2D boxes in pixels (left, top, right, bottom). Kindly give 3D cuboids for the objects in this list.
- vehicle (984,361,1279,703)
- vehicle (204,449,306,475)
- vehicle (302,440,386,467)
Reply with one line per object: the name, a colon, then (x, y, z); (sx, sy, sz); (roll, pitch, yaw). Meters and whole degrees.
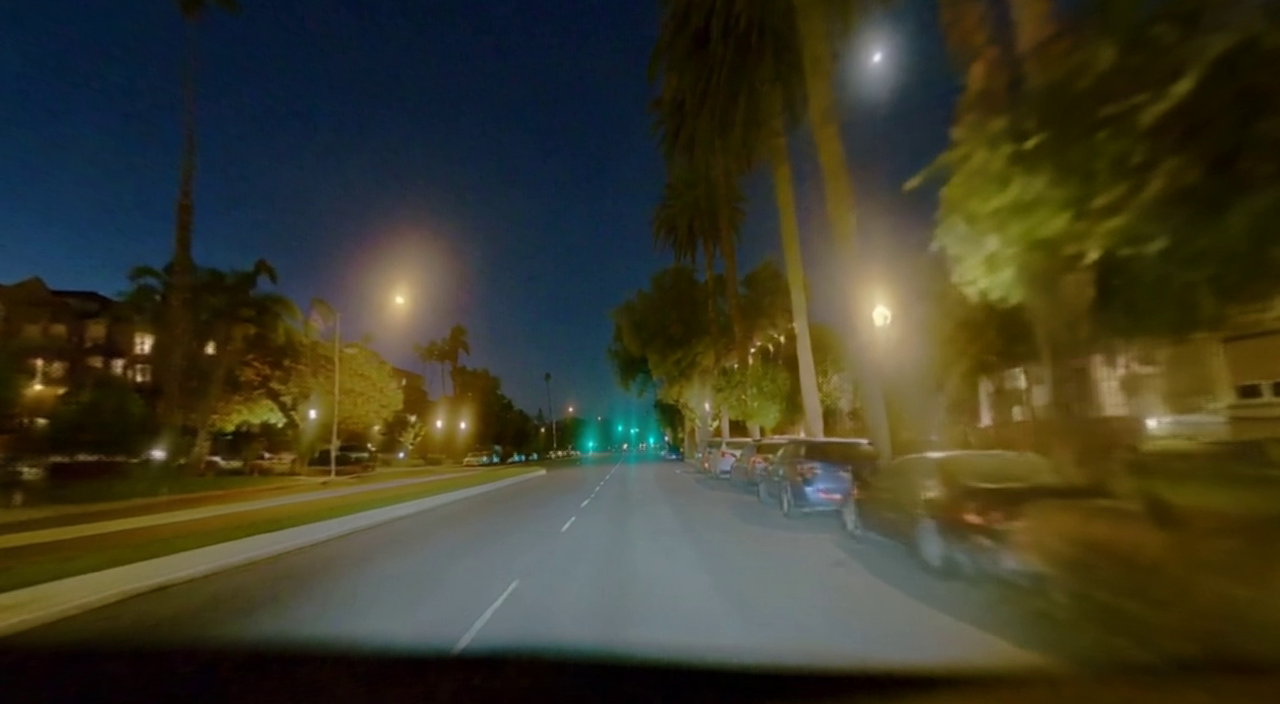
vehicle: (3.914, 0.953, 3.096); (1.917, 1.741, 4.420); (0, -9, 0)
vehicle: (-23.689, 6.787, 38.995); (4.946, 1.518, 2.115); (0, -9, 1)
vehicle: (-22.858, 7.852, 48.902); (5.386, 2.043, 2.124); (0, -9, 0)
